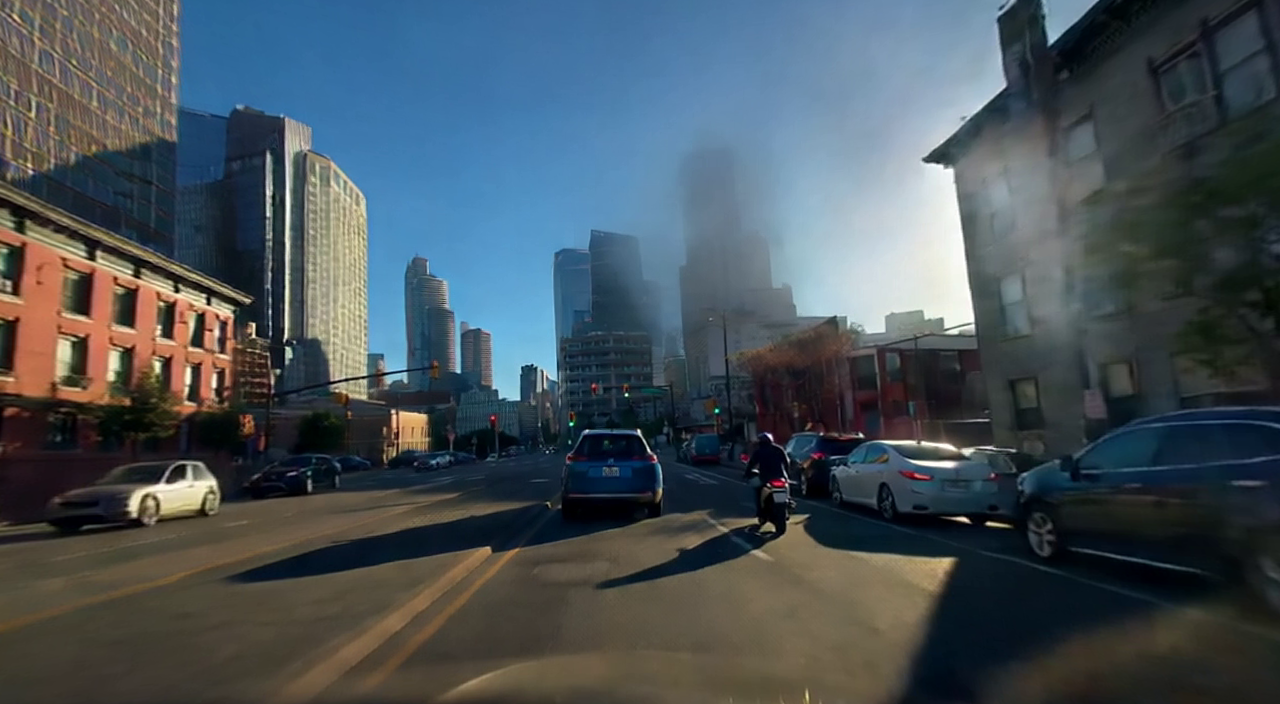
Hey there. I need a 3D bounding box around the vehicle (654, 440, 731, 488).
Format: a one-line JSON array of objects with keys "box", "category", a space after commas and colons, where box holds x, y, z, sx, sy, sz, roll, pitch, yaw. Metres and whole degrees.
[{"box": [1.709, 3.889, 22.195, 2.101, 1.507, 4.355, 0, -9, -3], "category": "vehicle"}]

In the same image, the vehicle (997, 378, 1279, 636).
[{"box": [5.316, 1.190, 5.220, 2.094, 1.719, 4.150, 0, -9, -3], "category": "vehicle"}]

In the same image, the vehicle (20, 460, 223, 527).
[{"box": [-18.037, 4.881, 22.553, 2.400, 1.913, 6.066, 0, -9, -4], "category": "vehicle"}]

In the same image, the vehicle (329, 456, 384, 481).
[{"box": [-19.919, 8.166, 44.525, 2.038, 1.607, 4.348, 1, -9, -4], "category": "vehicle"}]

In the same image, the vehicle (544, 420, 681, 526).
[{"box": [-0.525, 2.332, 12.645, 2.265, 1.748, 4.130, 0, -9, -2], "category": "vehicle"}]

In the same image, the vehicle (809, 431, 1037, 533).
[{"box": [4.941, 2.326, 11.931, 2.012, 1.532, 4.565, 0, -9, -3], "category": "vehicle"}]

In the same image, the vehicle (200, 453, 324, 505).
[{"box": [-14.920, 4.993, 25.288, 2.267, 1.831, 4.702, 0, -9, -4], "category": "vehicle"}]
